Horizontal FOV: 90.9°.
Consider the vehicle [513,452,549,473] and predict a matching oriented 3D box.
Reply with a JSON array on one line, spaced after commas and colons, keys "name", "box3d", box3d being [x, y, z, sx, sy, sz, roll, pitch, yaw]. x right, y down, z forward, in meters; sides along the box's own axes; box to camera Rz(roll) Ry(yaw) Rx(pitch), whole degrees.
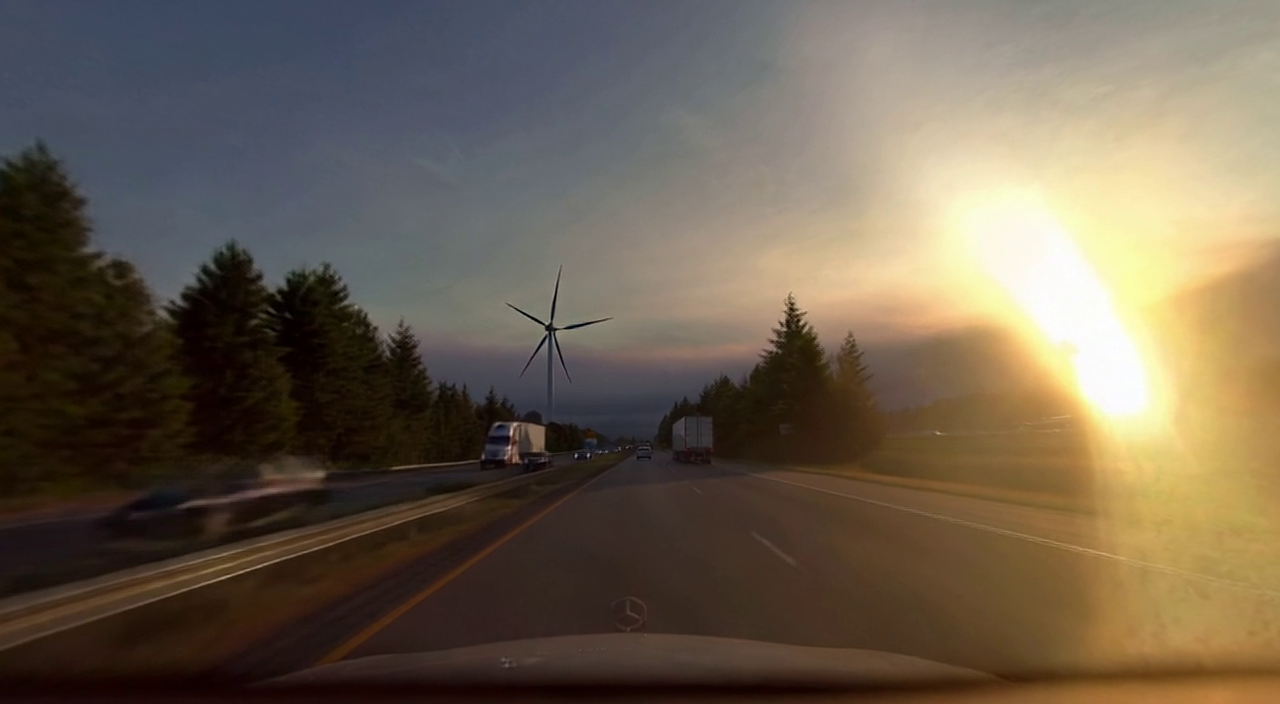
[{"name": "vehicle", "box3d": [-7.856, 8.017, 45.764, 1.843, 1.456, 3.733, 0, -9, 1]}]

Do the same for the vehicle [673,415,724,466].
[{"name": "vehicle", "box3d": [4.387, 7.024, 49.417, 2.903, 3.602, 9.351, 0, -9, -1]}]

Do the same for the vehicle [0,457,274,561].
[{"name": "vehicle", "box3d": [-8.793, 2.701, 11.469, 1.978, 1.498, 3.712, 0, -9, 0]}]
